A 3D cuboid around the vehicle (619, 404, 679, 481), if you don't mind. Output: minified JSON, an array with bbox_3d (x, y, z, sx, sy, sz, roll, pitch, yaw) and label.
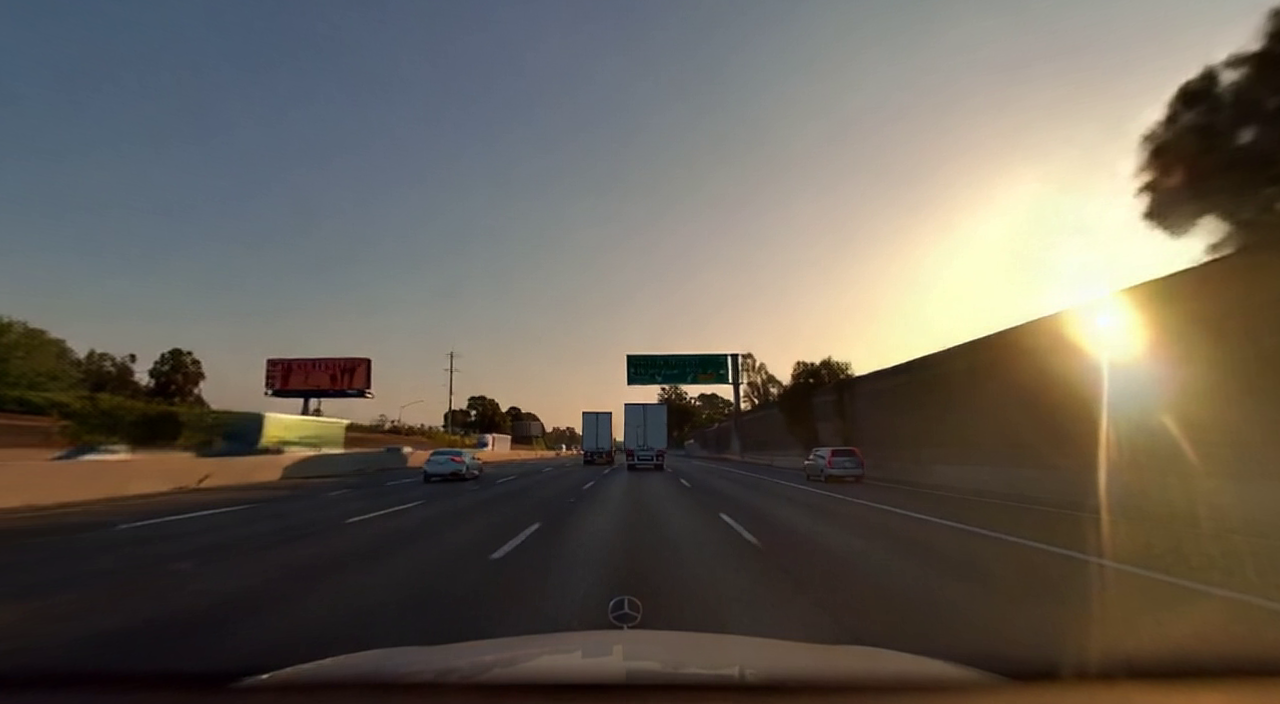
[{"bbox_3d":[0.414,5.299,38.549,3.054,3.944,11.230,-1,-6,-1],"label":"vehicle"}]

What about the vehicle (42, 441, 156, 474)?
[{"bbox_3d":[-36.503,7.077,42.875,2.471,1.996,5.893,-1,-8,1],"label":"vehicle"}]

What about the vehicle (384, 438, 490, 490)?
[{"bbox_3d":[-6.729,3.760,21.543,1.992,1.547,4.673,-1,-8,1],"label":"vehicle"}]

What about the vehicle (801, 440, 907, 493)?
[{"bbox_3d":[7.005,3.783,21.210,1.969,1.560,4.394,0,-8,-1],"label":"vehicle"}]

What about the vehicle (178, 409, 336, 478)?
[{"bbox_3d":[-19.025,4.661,32.120,3.046,3.028,7.741,-1,-8,1],"label":"vehicle"}]
